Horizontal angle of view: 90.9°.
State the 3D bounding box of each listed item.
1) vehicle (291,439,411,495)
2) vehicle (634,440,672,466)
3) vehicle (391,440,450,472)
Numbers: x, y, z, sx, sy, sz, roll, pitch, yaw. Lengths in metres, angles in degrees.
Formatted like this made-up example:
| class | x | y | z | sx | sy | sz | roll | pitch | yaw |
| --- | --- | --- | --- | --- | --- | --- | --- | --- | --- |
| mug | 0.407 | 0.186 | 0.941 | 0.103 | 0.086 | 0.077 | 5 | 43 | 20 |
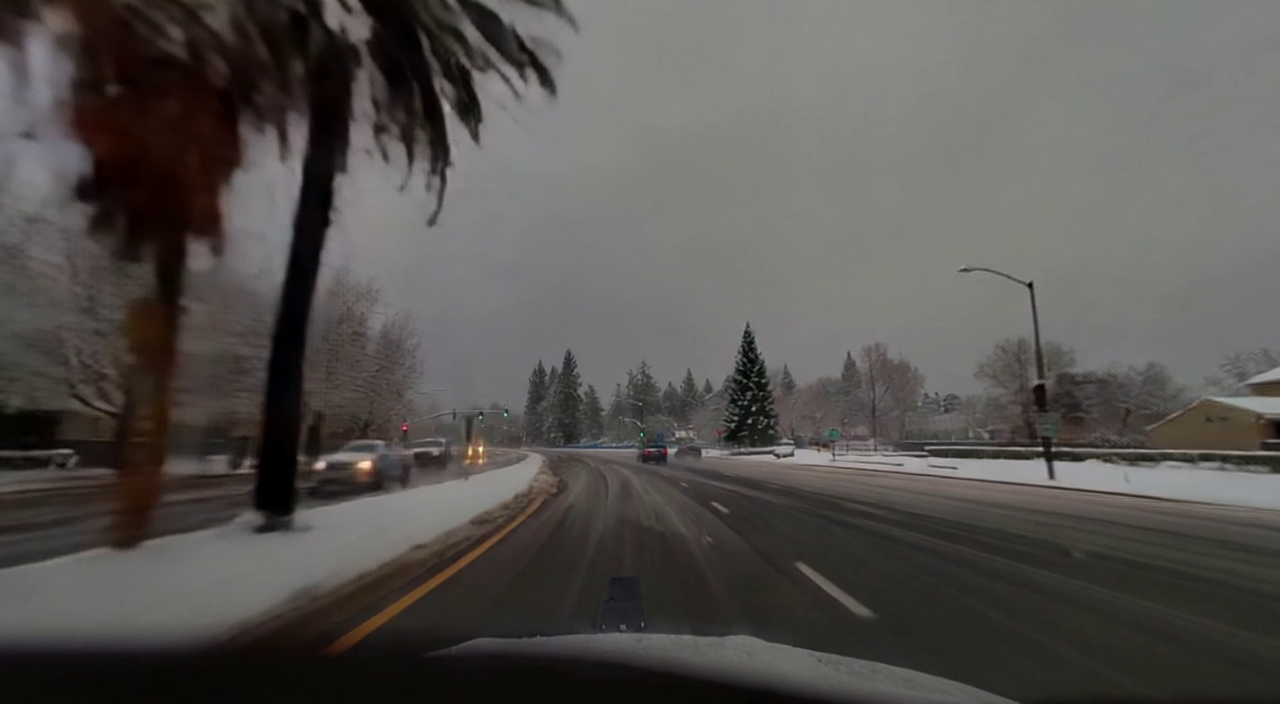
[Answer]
| class | x | y | z | sx | sy | sz | roll | pitch | yaw |
| --- | --- | --- | --- | --- | --- | --- | --- | --- | --- |
| vehicle | -9.212 | 3.669 | 20.573 | 2.002 | 1.612 | 4.436 | 0 | -8 | -3 |
| vehicle | 0.880 | 7.259 | 45.478 | 2.046 | 1.818 | 4.603 | 1 | -8 | -8 |
| vehicle | -14.074 | 6.672 | 40.774 | 2.278 | 1.928 | 5.776 | 1 | -8 | -6 |
